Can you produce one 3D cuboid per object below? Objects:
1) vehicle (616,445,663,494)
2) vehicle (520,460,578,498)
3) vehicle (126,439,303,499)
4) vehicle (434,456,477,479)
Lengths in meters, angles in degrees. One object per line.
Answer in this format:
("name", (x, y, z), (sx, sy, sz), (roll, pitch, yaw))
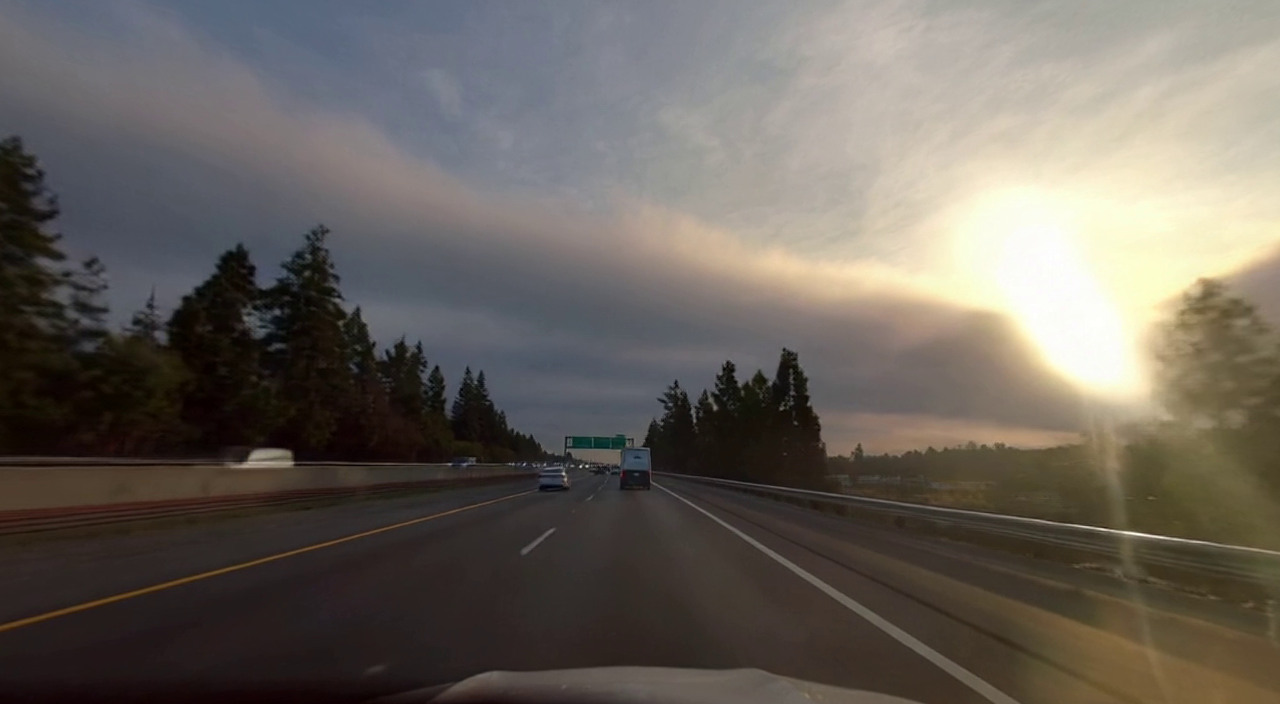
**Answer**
("vehicle", (-0.104, 6.828, 36.618), (2.482, 2.549, 5.447), (1, -11, -2))
("vehicle", (-4.137, 5.857, 29.244), (2.100, 1.605, 3.883), (1, -10, 0))
("vehicle", (-12.373, 3.487, 18.804), (1.918, 1.510, 4.728), (1, -11, 0))
("vehicle", (-13.369, 8.407, 45.857), (1.909, 1.531, 4.122), (1, -11, 0))
